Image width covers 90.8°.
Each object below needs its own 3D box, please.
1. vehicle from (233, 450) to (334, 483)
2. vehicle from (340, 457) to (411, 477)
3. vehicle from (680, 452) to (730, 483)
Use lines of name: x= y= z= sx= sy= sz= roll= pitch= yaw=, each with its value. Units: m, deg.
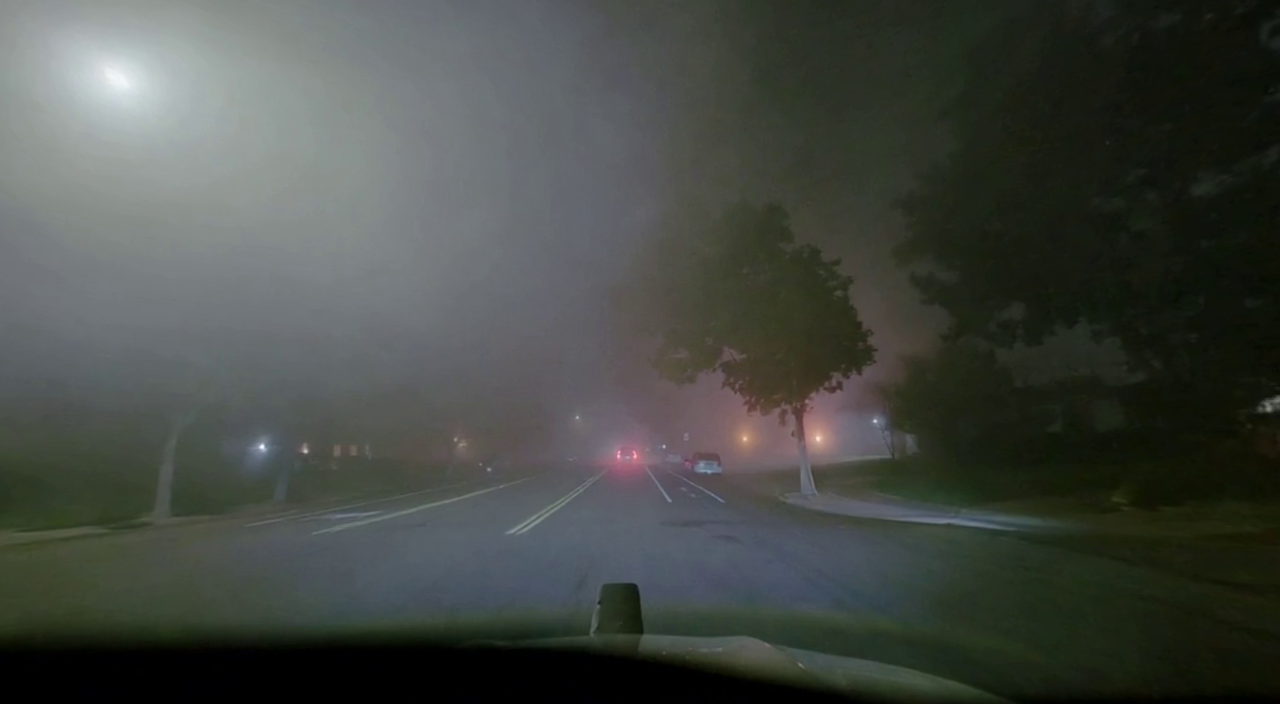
vehicle: x=-20.287 y=6.528 z=36.134 sx=4.496 sy=1.823 sz=2.046 roll=1 pitch=-9 yaw=-6
vehicle: x=-19.183 y=8.348 z=45.933 sx=4.326 sy=1.355 sz=1.812 roll=1 pitch=-9 yaw=-4
vehicle: x=3.402 y=6.158 z=33.841 sx=2.014 sy=1.498 sz=4.484 roll=1 pitch=-9 yaw=-3
